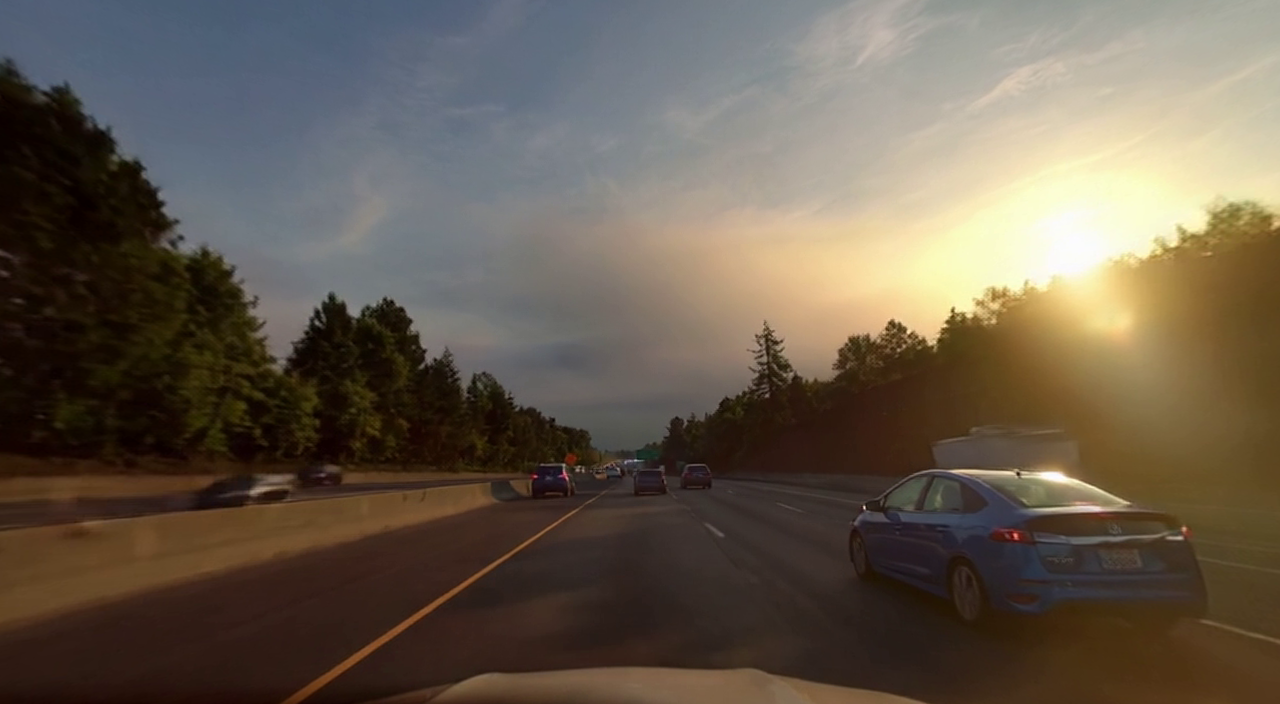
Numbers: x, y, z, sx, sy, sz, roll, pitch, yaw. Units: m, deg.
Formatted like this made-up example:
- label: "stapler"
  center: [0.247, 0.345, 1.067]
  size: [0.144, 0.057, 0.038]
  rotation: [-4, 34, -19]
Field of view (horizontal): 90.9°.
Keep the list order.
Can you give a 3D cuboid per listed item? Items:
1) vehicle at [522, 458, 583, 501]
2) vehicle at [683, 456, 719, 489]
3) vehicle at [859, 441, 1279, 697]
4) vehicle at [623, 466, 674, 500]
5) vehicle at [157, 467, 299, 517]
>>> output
- label: "vehicle"
  center: [-3.800, 5.614, 27.998]
  size: [2.021, 1.706, 4.247]
  rotation: [1, -10, 1]
- label: "vehicle"
  center: [4.249, 8.451, 44.375]
  size: [2.030, 2.172, 3.621]
  rotation: [1, -10, -1]
- label: "vehicle"
  center: [3.735, 1.711, 5.927]
  size: [1.938, 1.561, 3.786]
  rotation: [1, -10, -1]
- label: "vehicle"
  center: [0.386, 6.119, 29.696]
  size: [2.241, 1.425, 3.973]
  rotation: [1, -10, 0]
- label: "vehicle"
  center: [-13.996, 4.749, 21.810]
  size: [1.814, 1.486, 4.645]
  rotation: [1, -10, -1]
